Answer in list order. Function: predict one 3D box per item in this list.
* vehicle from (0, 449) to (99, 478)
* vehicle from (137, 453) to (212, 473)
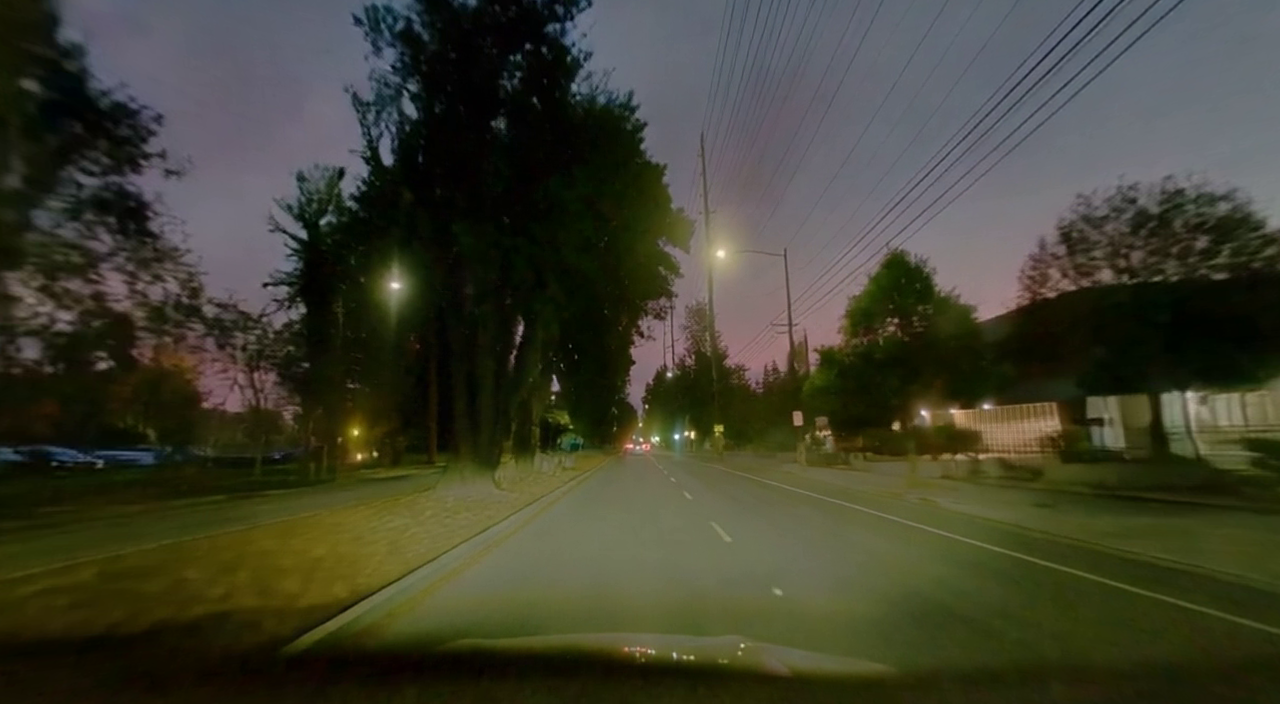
[{"bbox_3d":[-33.372,6.220,35.450,4.207,1.518,1.948,-1,-8,1],"label":"vehicle"},{"bbox_3d":[-33.903,8.079,46.095,4.035,1.392,1.952,-1,-9,6],"label":"vehicle"}]
